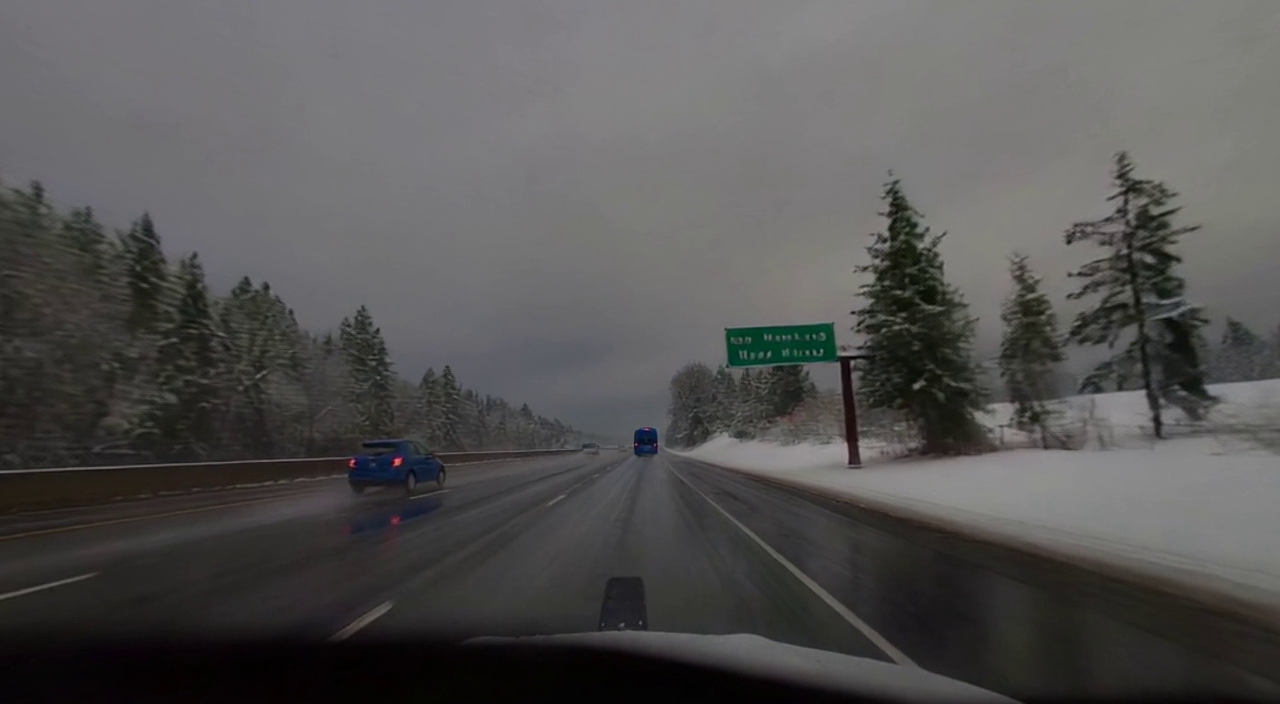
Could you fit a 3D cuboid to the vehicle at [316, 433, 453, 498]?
[{"bbox_3d":[-7.392,3.325,18.893,2.080,1.674,4.660,0,-8,1],"label":"vehicle"}]
